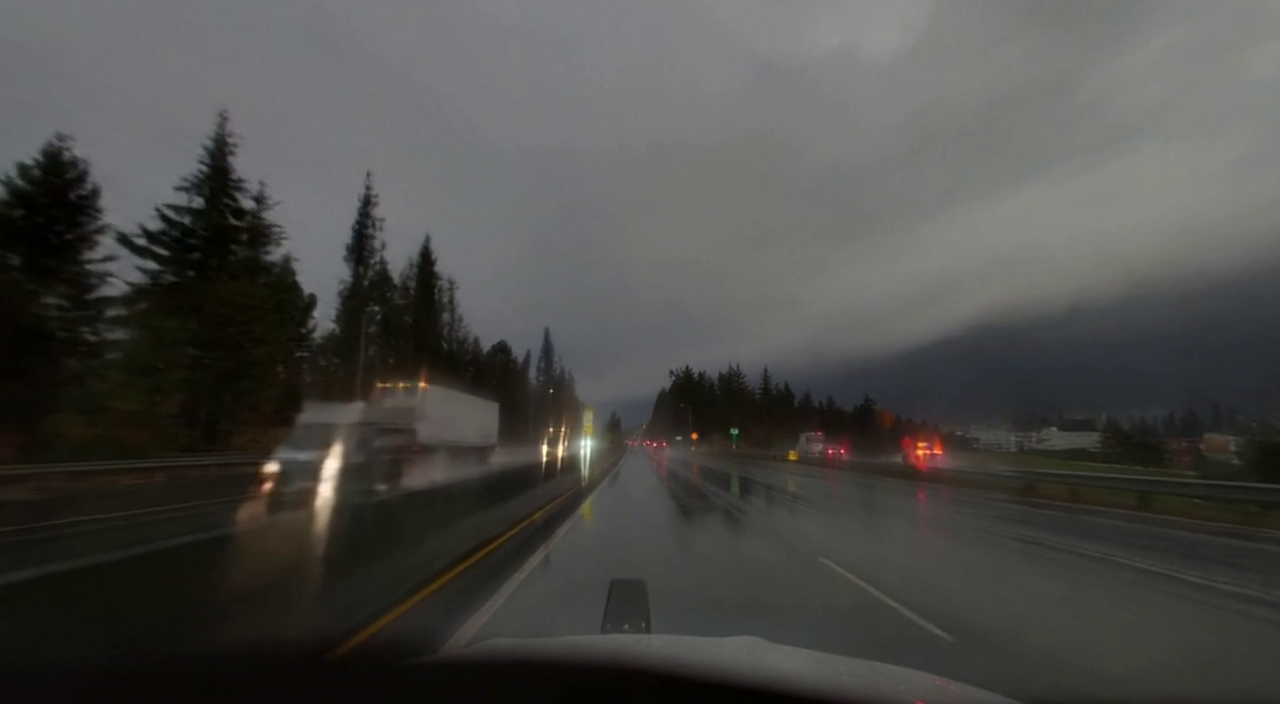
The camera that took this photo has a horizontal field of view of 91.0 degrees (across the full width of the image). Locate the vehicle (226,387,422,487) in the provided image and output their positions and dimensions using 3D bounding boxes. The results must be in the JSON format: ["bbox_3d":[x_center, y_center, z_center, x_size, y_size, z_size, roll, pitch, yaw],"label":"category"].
[{"bbox_3d":[-8.362,2.391,17.573,2.314,2.316,5.813,0,-8,1],"label":"vehicle"}]

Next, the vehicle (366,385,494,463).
[{"bbox_3d":[-11.726,4.437,37.237,3.077,3.738,13.263,0,-8,0],"label":"vehicle"}]
